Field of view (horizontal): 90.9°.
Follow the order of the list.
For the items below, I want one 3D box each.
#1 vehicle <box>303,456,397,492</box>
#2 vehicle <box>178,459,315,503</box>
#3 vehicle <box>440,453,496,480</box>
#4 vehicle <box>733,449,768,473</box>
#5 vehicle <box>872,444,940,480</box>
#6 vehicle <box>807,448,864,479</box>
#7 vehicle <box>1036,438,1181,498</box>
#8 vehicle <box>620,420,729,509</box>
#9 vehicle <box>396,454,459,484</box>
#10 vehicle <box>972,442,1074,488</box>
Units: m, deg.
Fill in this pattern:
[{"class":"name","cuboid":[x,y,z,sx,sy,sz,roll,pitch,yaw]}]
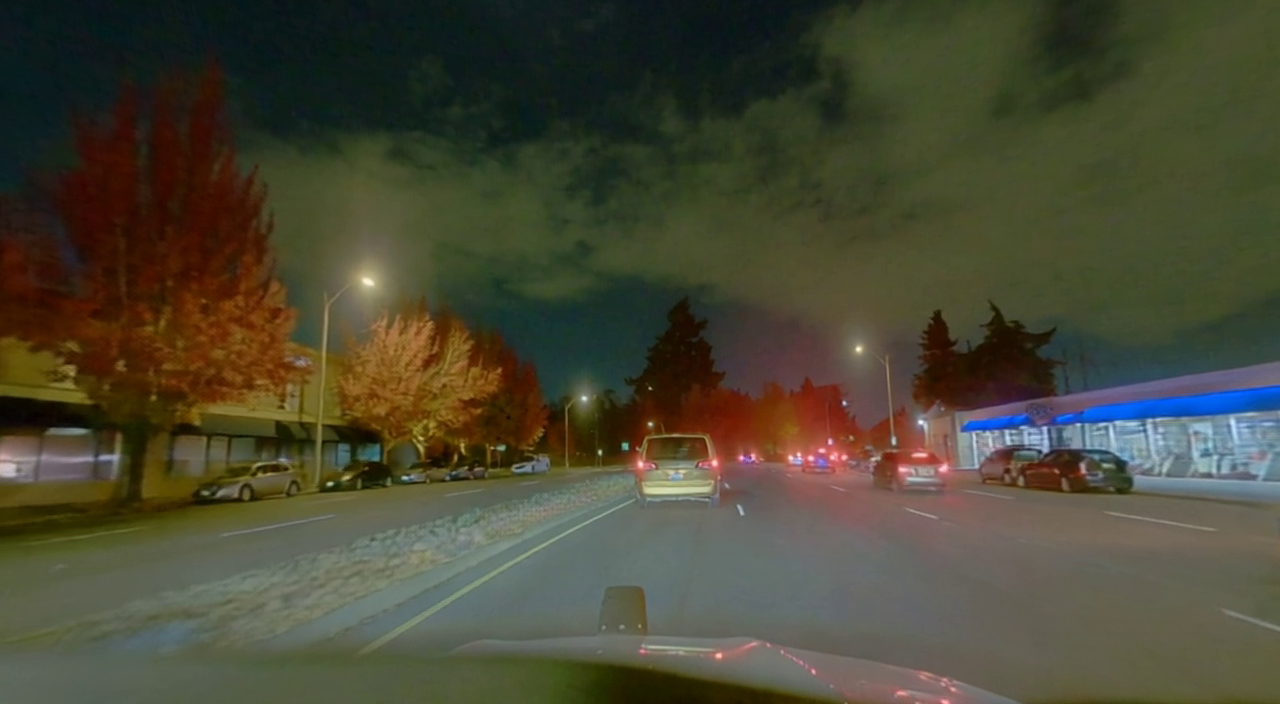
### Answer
[{"class":"vehicle","cuboid":[-13.210,5.565,29.067,1.877,1.445,4.436,-1,-9,6]},{"class":"vehicle","cuboid":[-14.108,4.620,22.951,1.797,1.351,4.300,-1,-9,8]},{"class":"vehicle","cuboid":[-11.526,7.696,42.642,1.921,1.621,4.930,-1,-9,6]},{"class":"vehicle","cuboid":[8.171,8.049,46.850,2.249,1.621,3.978,-1,-9,6]},{"class":"vehicle","cuboid":[13.862,5.716,33.139,2.040,1.738,4.414,-1,-9,6]},{"class":"vehicle","cuboid":[9.947,5.675,32.419,1.886,1.464,4.290,-1,-9,6]},{"class":"vehicle","cuboid":[15.489,3.821,21.165,2.076,1.759,3.970,-1,-9,7]},{"class":"vehicle","cuboid":[1.029,2.759,15.897,2.344,1.863,4.665,-1,-9,7]},{"class":"vehicle","cuboid":[-12.380,6.815,37.036,1.947,1.558,4.065,-1,-9,5]},{"class":"vehicle","cuboid":[16.018,4.712,26.688,1.938,1.755,4.415,-1,-9,7]}]
